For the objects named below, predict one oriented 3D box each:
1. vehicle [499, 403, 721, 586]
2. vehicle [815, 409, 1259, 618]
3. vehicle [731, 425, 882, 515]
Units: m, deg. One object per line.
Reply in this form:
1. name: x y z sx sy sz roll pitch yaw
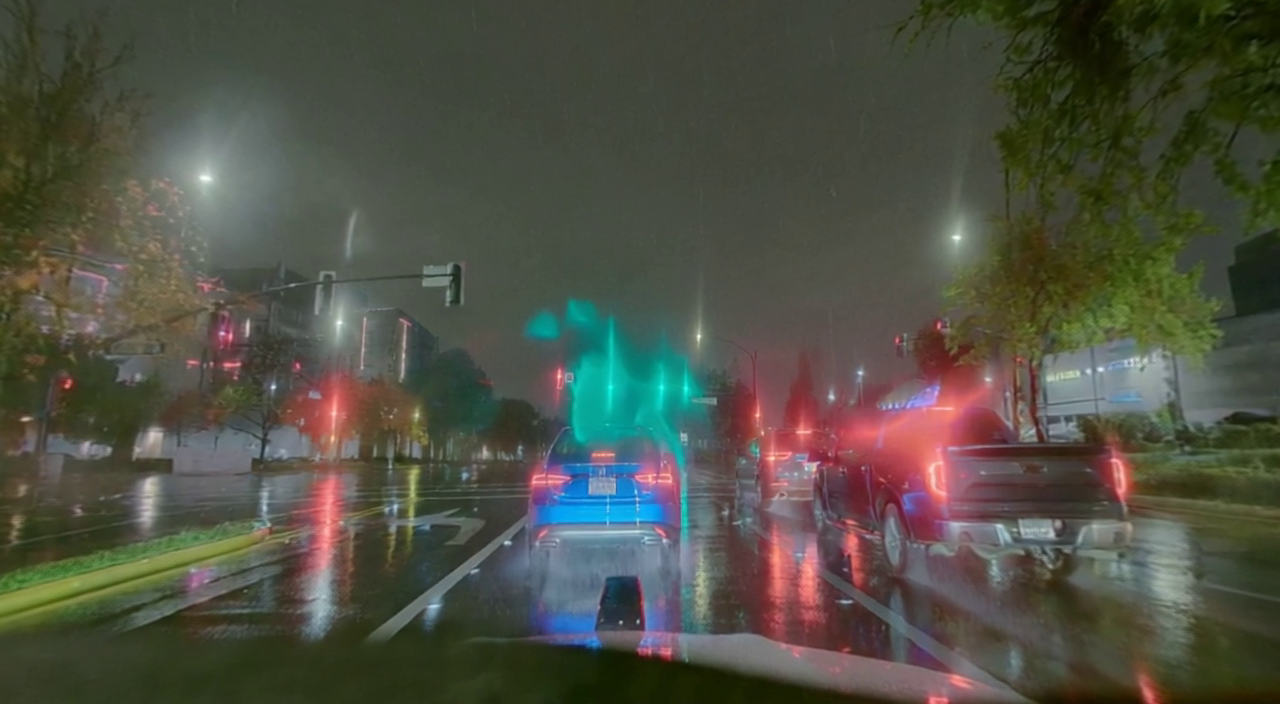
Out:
1. vehicle: -0.285 1.585 7.746 2.037 1.674 3.693 0 -8 0
2. vehicle: 3.634 1.554 7.107 1.955 1.550 4.587 0 -8 -1
3. vehicle: 3.367 2.480 13.798 2.031 1.626 4.264 0 -8 -2
